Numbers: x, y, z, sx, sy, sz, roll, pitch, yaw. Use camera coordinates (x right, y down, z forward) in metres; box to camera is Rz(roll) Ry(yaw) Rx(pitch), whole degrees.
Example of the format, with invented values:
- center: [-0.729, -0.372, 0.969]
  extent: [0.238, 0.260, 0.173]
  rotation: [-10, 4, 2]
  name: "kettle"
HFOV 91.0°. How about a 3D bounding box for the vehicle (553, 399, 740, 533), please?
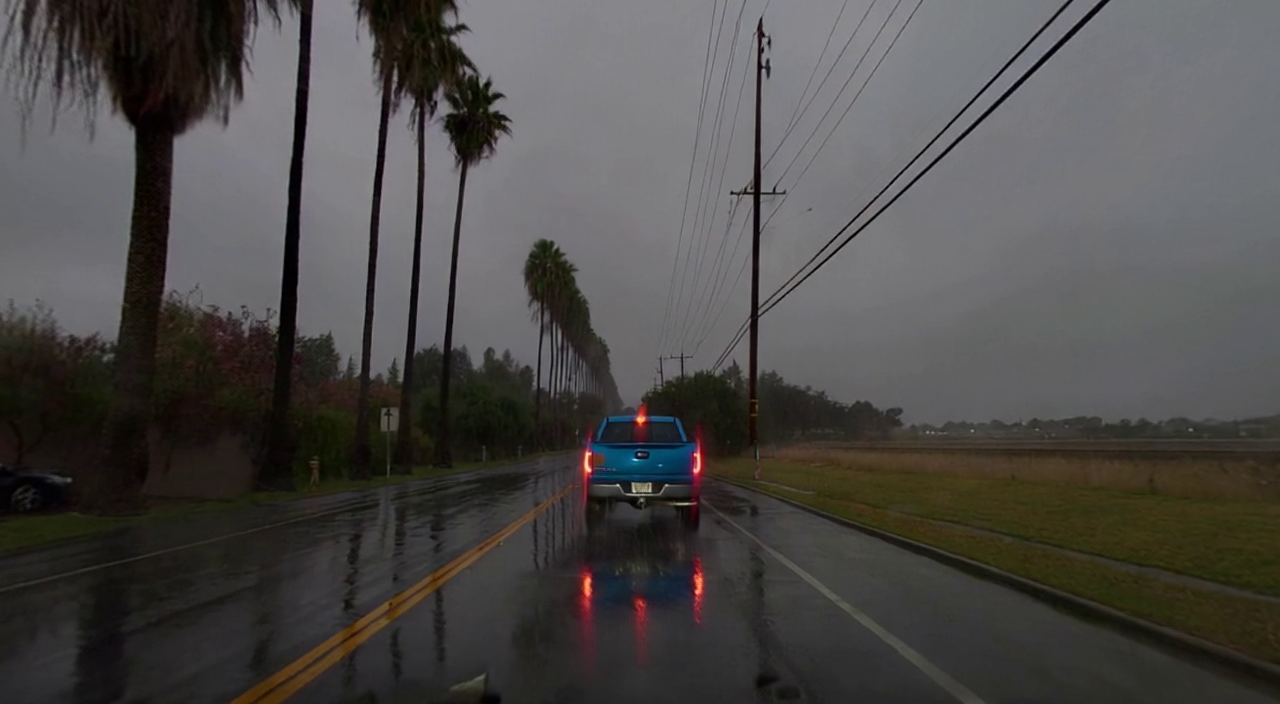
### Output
- center: [0.052, 2.156, 12.498]
  extent: [2.803, 2.005, 5.885]
  rotation: [0, -8, -1]
  name: "vehicle"
